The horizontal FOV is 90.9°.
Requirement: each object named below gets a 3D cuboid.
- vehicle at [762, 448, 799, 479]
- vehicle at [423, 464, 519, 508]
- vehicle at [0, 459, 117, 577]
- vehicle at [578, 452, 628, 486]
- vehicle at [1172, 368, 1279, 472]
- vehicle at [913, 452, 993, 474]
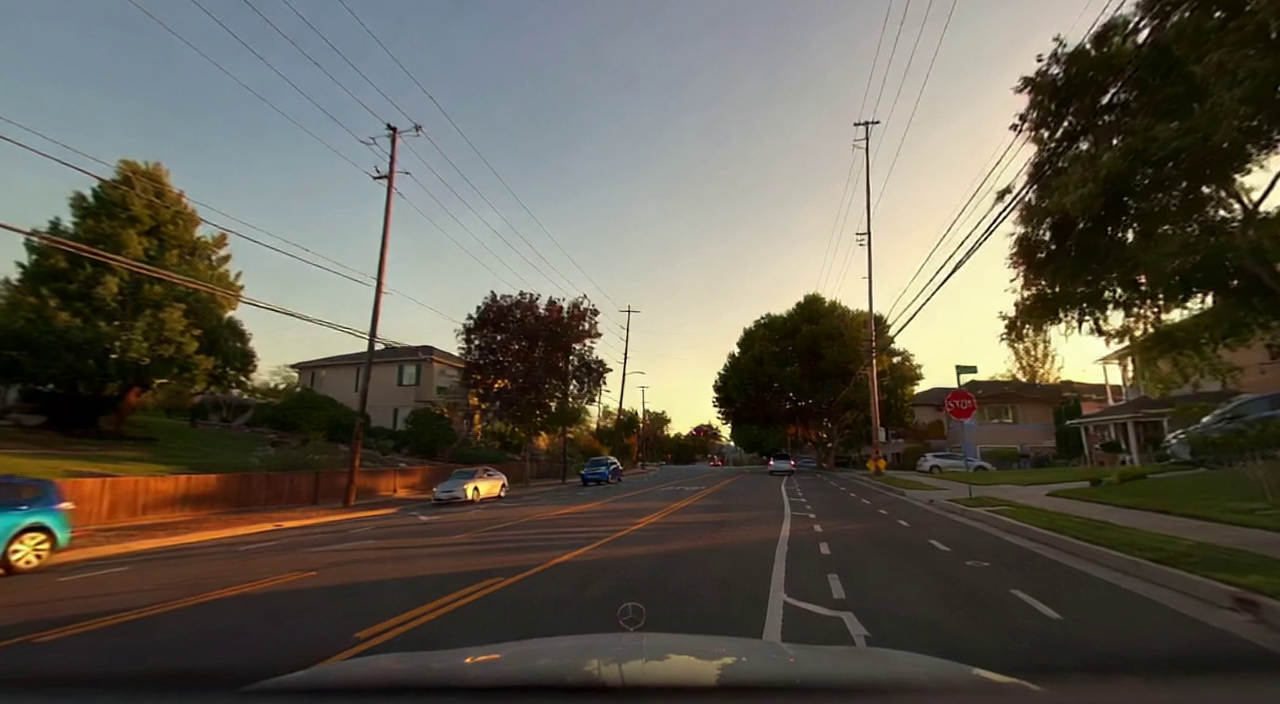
[{"bbox_3d":[9.321,7.319,41.733,2.284,1.741,4.702,0,-7,13],"label":"vehicle"},{"bbox_3d":[-6.721,5.381,25.671,1.965,1.455,4.472,-2,-9,11],"label":"vehicle"},{"bbox_3d":[-10.524,2.388,8.788,1.966,1.665,4.549,-2,-9,14],"label":"vehicle"},{"bbox_3d":[-2.429,7.819,42.452,1.998,2.047,5.167,-2,-9,12],"label":"vehicle"},{"bbox_3d":[17.313,1.859,16.991,1.926,2.031,5.177,0,-18,9],"label":"vehicle"},{"bbox_3d":[22.221,7.886,44.895,4.648,1.511,1.919,-2,-9,11],"label":"vehicle"}]
